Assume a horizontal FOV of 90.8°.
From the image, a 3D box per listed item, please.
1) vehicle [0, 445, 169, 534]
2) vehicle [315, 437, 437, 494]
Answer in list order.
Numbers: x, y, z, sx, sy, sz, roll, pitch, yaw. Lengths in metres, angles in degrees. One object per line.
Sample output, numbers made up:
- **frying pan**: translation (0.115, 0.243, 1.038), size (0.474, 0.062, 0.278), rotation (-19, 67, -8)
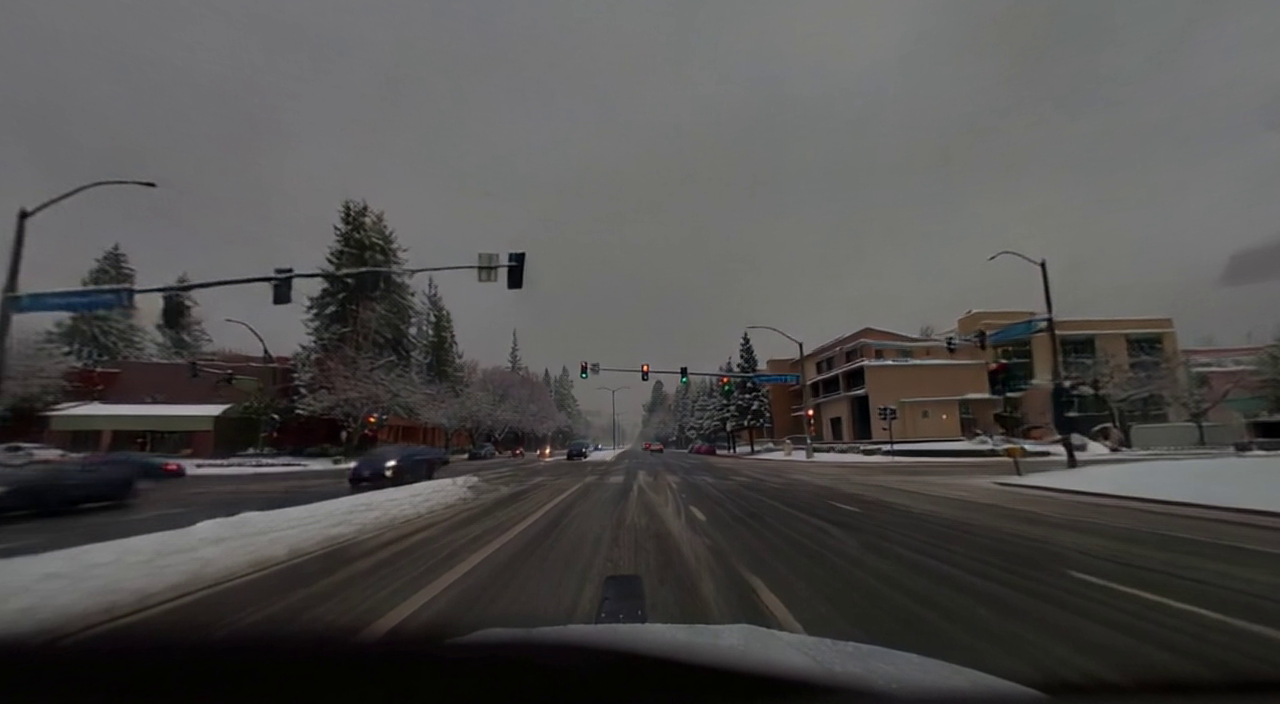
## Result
- **vehicle**: translation (-11.869, 2.568, 12.278), size (1.952, 1.478, 4.521), rotation (0, -8, 0)
- **vehicle**: translation (-8.767, 3.787, 21.502), size (2.140, 1.685, 4.571), rotation (0, -8, 0)
